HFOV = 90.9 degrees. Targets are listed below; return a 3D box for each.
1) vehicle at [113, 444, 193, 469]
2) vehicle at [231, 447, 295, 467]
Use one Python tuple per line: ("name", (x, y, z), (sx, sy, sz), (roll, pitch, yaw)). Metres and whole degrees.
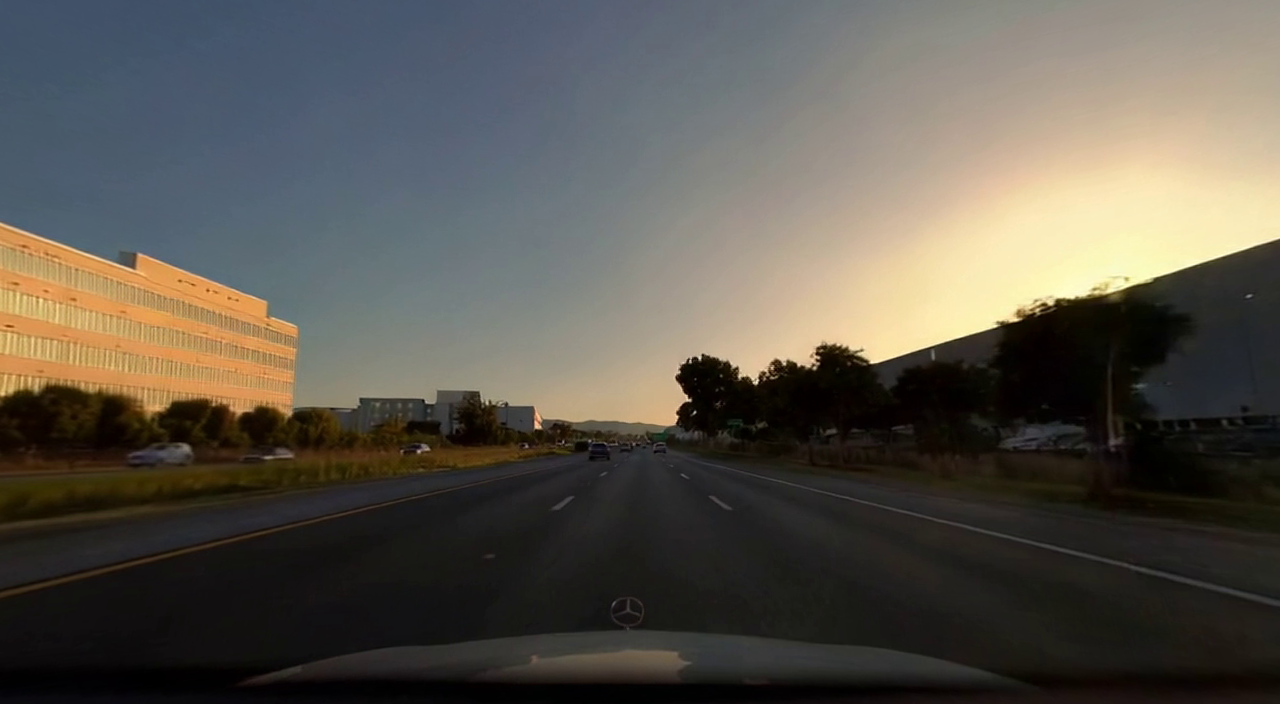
("vehicle", (-35.813, 7.688, 46.527), (1.948, 1.780, 4.781), (0, -9, 1))
("vehicle", (-28.415, 7.916, 47.734), (1.855, 1.480, 4.724), (0, -9, 1))
